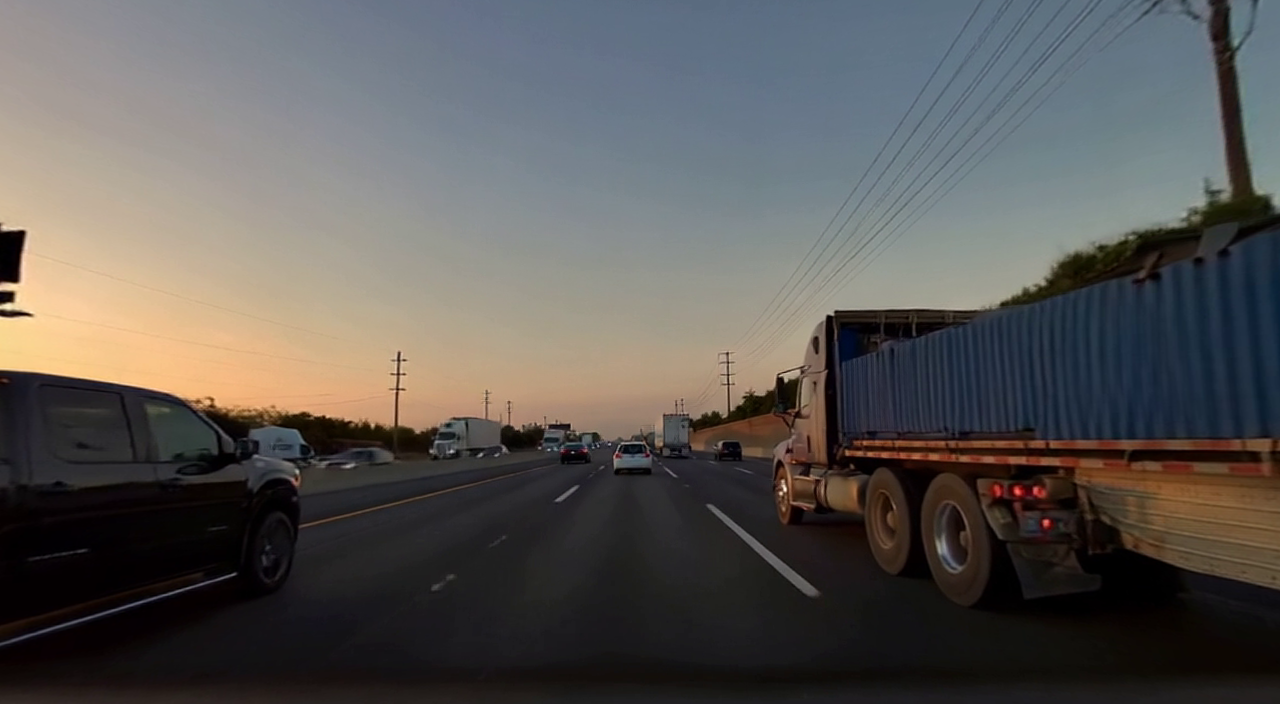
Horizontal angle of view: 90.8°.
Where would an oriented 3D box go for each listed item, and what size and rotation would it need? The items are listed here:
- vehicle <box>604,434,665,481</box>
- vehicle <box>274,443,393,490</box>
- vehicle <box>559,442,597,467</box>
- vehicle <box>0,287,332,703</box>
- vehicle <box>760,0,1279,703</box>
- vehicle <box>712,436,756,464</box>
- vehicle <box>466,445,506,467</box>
[{"bbox_3d":[-0.211,4.164,25.040,2.191,1.685,4.015,0,-9,0],"label":"vehicle"},{"bbox_3d":[-10.869,4.077,22.868,2.054,1.489,4.507,0,-9,0],"label":"vehicle"},{"bbox_3d":[-3.966,6.677,41.328,2.025,1.498,4.675,0,-9,0],"label":"vehicle"},{"bbox_3d":[-4.114,0.735,2.891,2.323,2.046,6.006,0,-9,1],"label":"vehicle"},{"bbox_3d":[3.422,0.243,5.542,3.013,3.940,7.933,0,-9,-1],"label":"vehicle"},{"bbox_3d":[6.928,7.298,47.131,2.302,1.973,5.502,0,-9,-1],"label":"vehicle"},{"bbox_3d":[-10.725,7.284,44.324,1.850,1.453,3.853,0,-9,0],"label":"vehicle"}]
